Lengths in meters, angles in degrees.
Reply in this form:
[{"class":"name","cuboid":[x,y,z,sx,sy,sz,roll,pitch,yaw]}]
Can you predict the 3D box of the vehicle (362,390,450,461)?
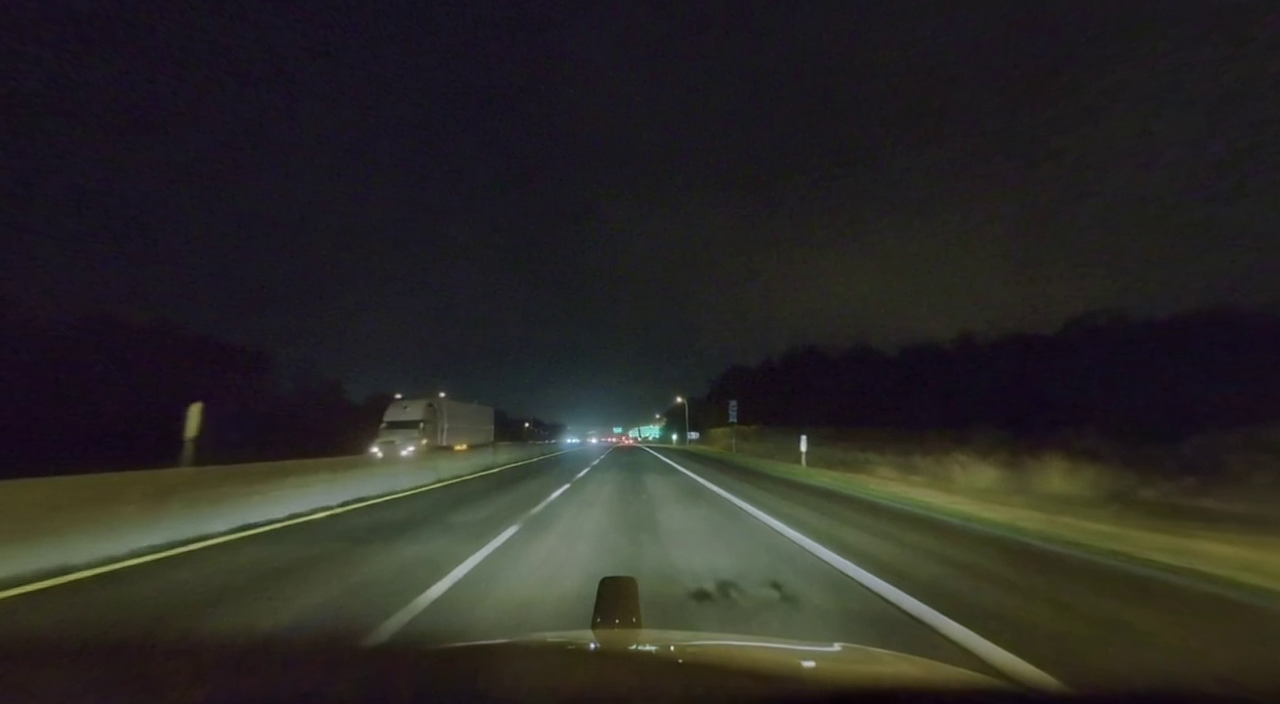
[{"class":"vehicle","cuboid":[-13.631,4.397,37.260,2.967,3.842,5.829,0,-8,-1]}]
